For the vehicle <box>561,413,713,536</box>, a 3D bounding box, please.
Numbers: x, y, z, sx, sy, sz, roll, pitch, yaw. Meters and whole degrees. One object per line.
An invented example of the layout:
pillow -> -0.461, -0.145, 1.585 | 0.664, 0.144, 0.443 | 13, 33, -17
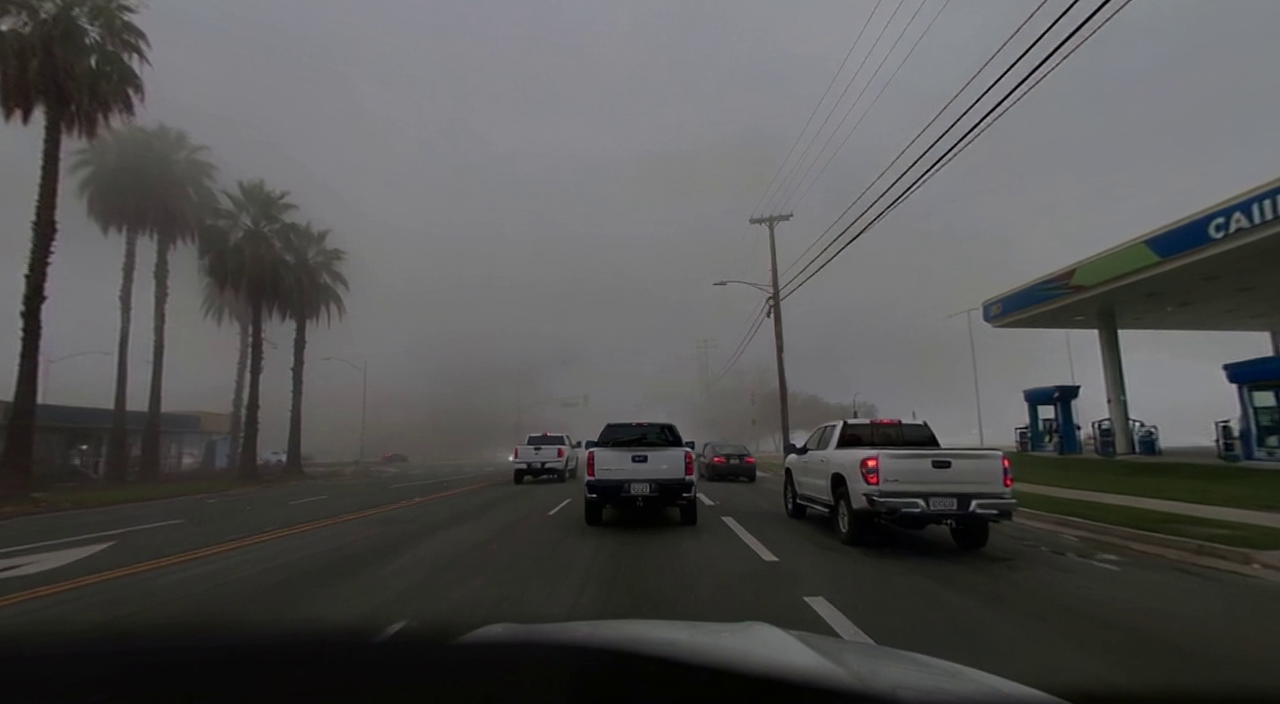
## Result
vehicle -> 0.020, 2.247, 12.266 | 2.295, 1.835, 5.471 | 0, -8, 1

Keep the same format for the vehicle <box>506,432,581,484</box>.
vehicle -> -3.629, 4.107, 24.569 | 2.071, 1.811, 4.605 | 0, -8, 2

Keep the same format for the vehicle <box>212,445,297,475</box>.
vehicle -> -29.067, 8.098, 47.678 | 2.543, 2.092, 6.613 | 0, -8, -3

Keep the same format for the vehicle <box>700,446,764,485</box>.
vehicle -> 3.488, 4.368, 24.507 | 1.901, 1.401, 3.965 | 0, -8, 0

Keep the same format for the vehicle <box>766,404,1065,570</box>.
vehicle -> 3.610, 1.903, 9.774 | 2.120, 1.828, 5.531 | 0, -8, 0
